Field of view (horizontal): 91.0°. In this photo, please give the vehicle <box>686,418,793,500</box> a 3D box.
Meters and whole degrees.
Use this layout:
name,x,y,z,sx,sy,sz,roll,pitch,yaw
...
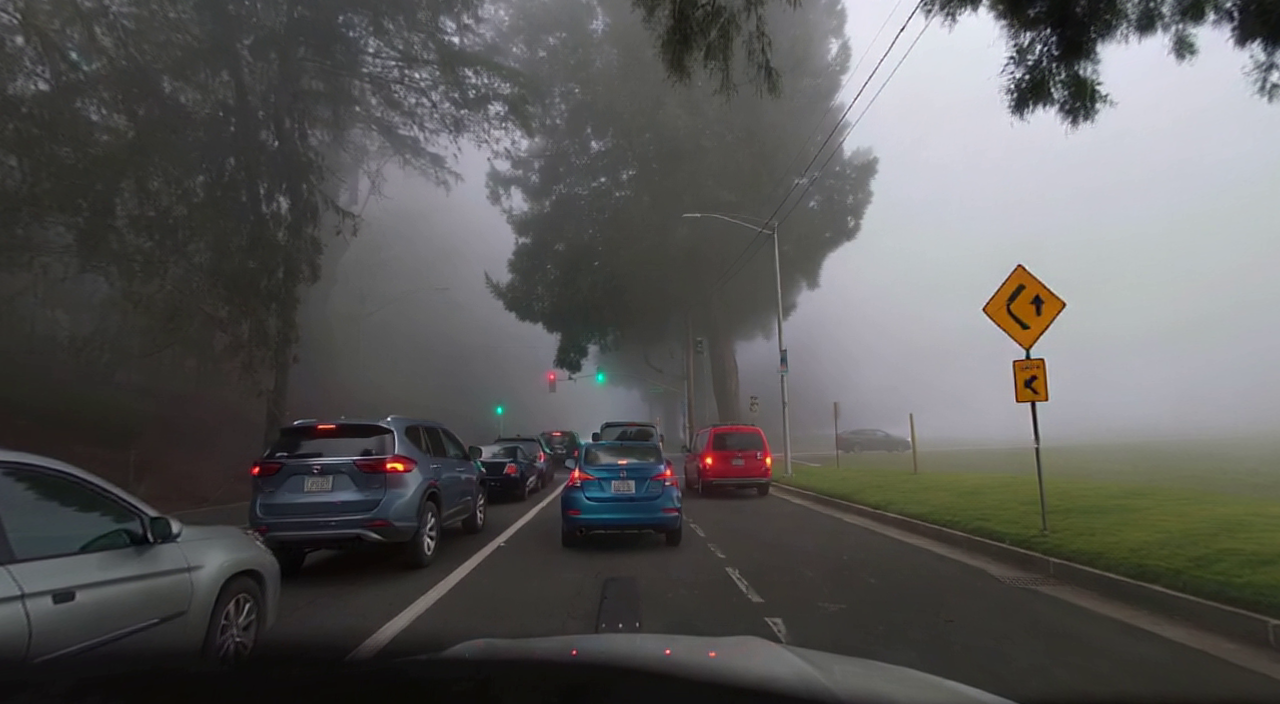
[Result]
name,x,y,z,sx,sy,sz,roll,pitch,yaw
vehicle,2.468,2.810,16.873,2.059,1.864,4.541,0,-8,-1

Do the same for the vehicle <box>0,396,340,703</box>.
name,x,y,z,sx,sy,sz,roll,pitch,yaw
vehicle,-2.938,0.841,1.621,1.974,1.484,4.716,0,-8,0

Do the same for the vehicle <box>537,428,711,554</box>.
name,x,y,z,sx,sy,sz,roll,pitch,yaw
vehicle,-0.242,1.918,9.346,2.025,1.453,3.848,0,-8,-2

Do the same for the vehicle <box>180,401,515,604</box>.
name,x,y,z,sx,sy,sz,roll,pitch,yaw
vehicle,-2.886,1.577,7.448,1.964,1.712,4.097,0,-8,0

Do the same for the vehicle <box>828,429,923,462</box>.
name,x,y,z,sx,sy,sz,roll,pitch,yaw
vehicle,11.398,4.561,30.688,3.883,1.534,1.779,0,-8,2
